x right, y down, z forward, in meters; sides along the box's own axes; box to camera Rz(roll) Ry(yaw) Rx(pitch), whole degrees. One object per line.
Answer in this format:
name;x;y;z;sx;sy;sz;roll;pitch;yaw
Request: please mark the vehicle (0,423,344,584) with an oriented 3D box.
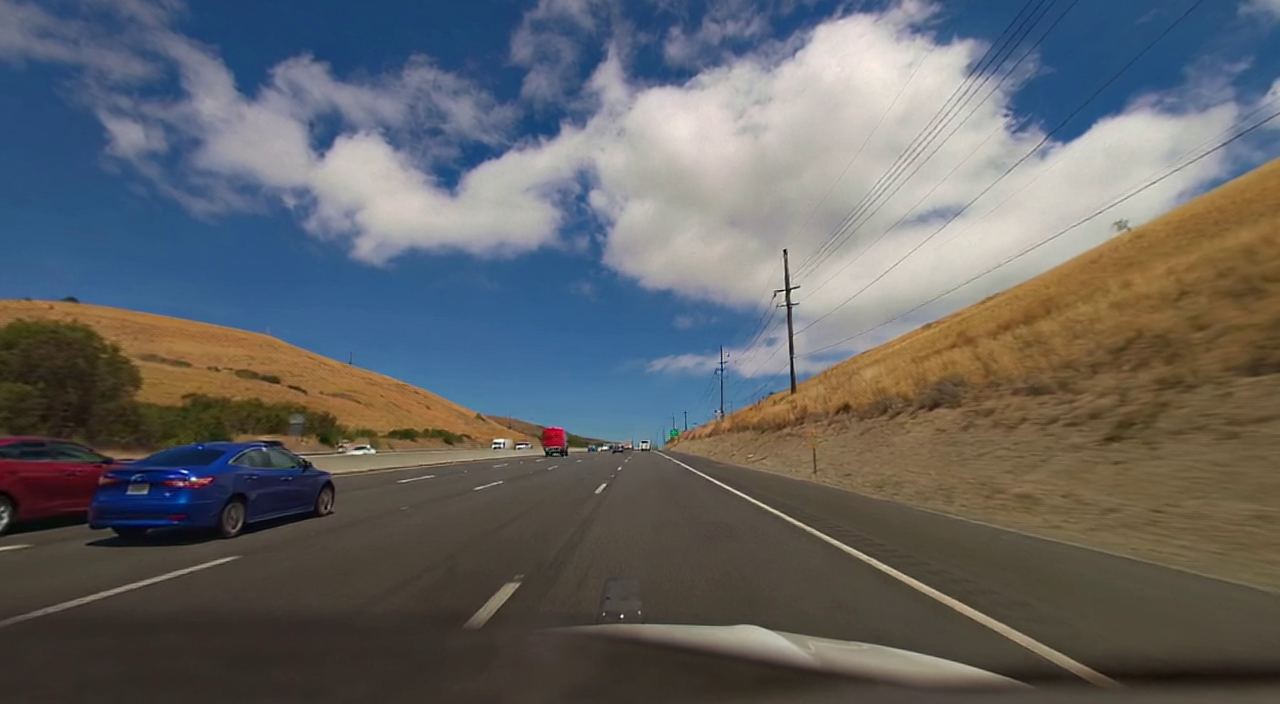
vehicle;-5.967;1.747;8.197;1.955;1.469;4.554;0;-8;1
